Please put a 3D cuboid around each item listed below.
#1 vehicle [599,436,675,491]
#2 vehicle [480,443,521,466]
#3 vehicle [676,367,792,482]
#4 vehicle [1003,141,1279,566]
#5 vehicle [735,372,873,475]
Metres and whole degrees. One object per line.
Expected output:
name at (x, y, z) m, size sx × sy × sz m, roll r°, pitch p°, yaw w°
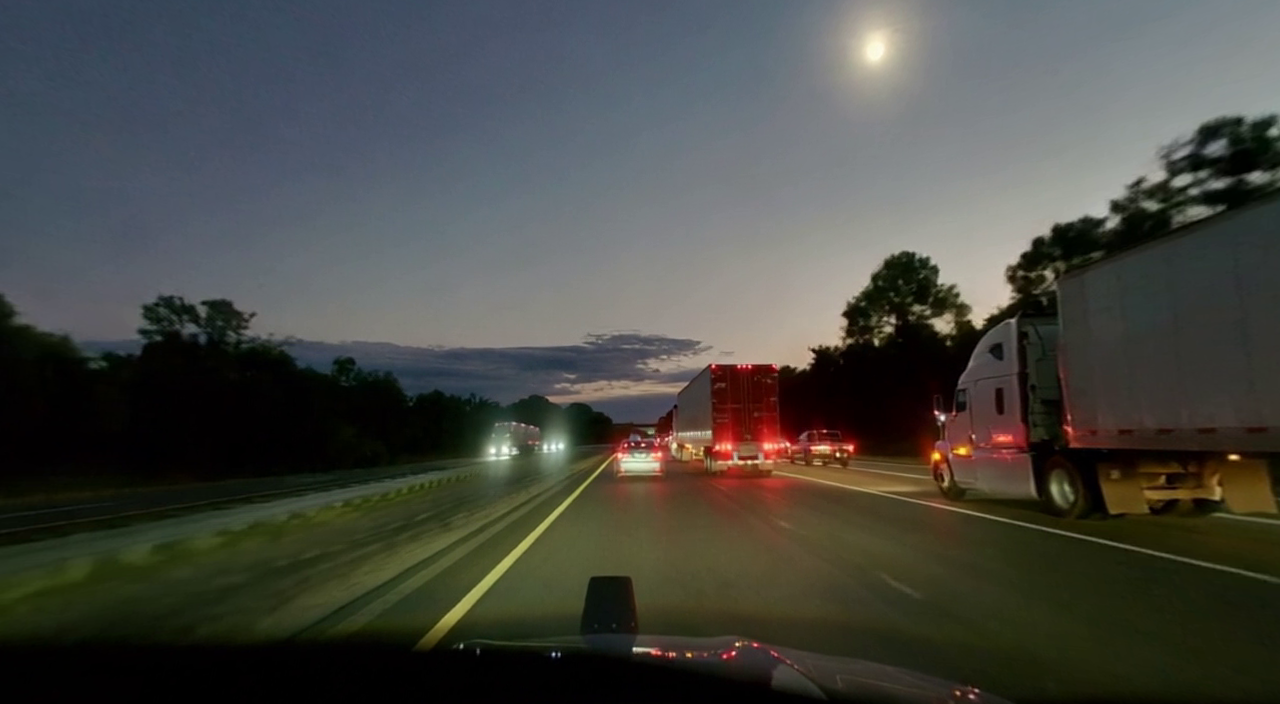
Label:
vehicle at (-0.128, 3.276, 18.984) m, size 2.038 × 1.477 × 3.773 m, roll 0°, pitch -8°, yaw -2°
vehicle at (-9.746, 7.156, 44.284) m, size 1.890 × 1.468 × 4.193 m, roll 0°, pitch -8°, yaw 1°
vehicle at (3.775, 3.508, 29.640) m, size 2.888 × 4.099 × 14.183 m, roll 0°, pitch -8°, yaw -2°
vehicle at (8.155, -0.327, 3.909) m, size 3.110 × 4.308 × 14.260 m, roll 0°, pitch -8°, yaw -1°
vehicle at (7.643, 3.790, 32.380) m, size 2.876 × 4.111 × 14.145 m, roll 0°, pitch -8°, yaw -2°
